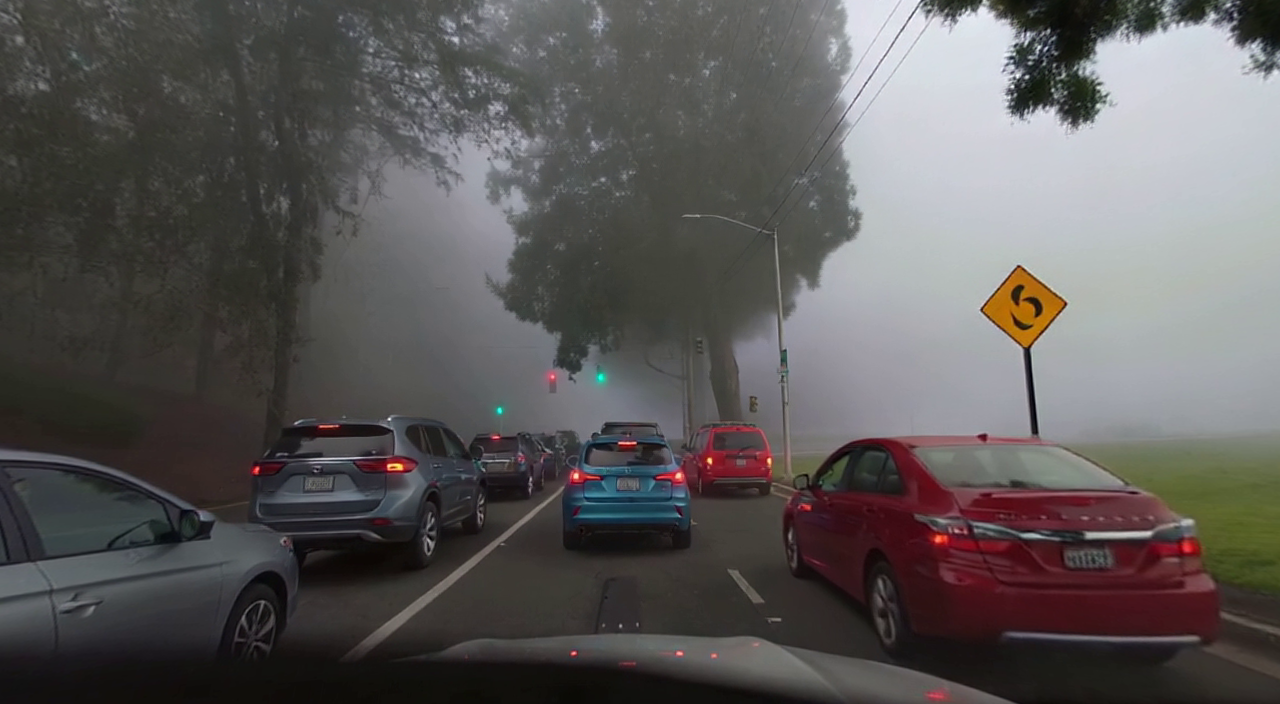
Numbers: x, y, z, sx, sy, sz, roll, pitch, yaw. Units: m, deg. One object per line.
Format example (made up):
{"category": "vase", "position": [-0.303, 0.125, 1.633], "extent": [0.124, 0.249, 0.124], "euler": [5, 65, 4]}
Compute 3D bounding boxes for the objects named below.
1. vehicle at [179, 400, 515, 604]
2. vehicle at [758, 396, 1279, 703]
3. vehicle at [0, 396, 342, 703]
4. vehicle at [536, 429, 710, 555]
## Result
{"category": "vehicle", "position": [-2.897, 1.576, 7.451], "extent": [1.964, 1.712, 4.097], "euler": [0, -8, 0]}
{"category": "vehicle", "position": [2.522, 1.302, 5.292], "extent": [2.116, 1.497, 4.652], "euler": [0, -8, -1]}
{"category": "vehicle", "position": [-2.922, 0.839, 1.611], "extent": [1.974, 1.484, 4.716], "euler": [0, -8, 0]}
{"category": "vehicle", "position": [-0.252, 1.923, 9.324], "extent": [2.025, 1.453, 3.848], "euler": [0, -8, -2]}
